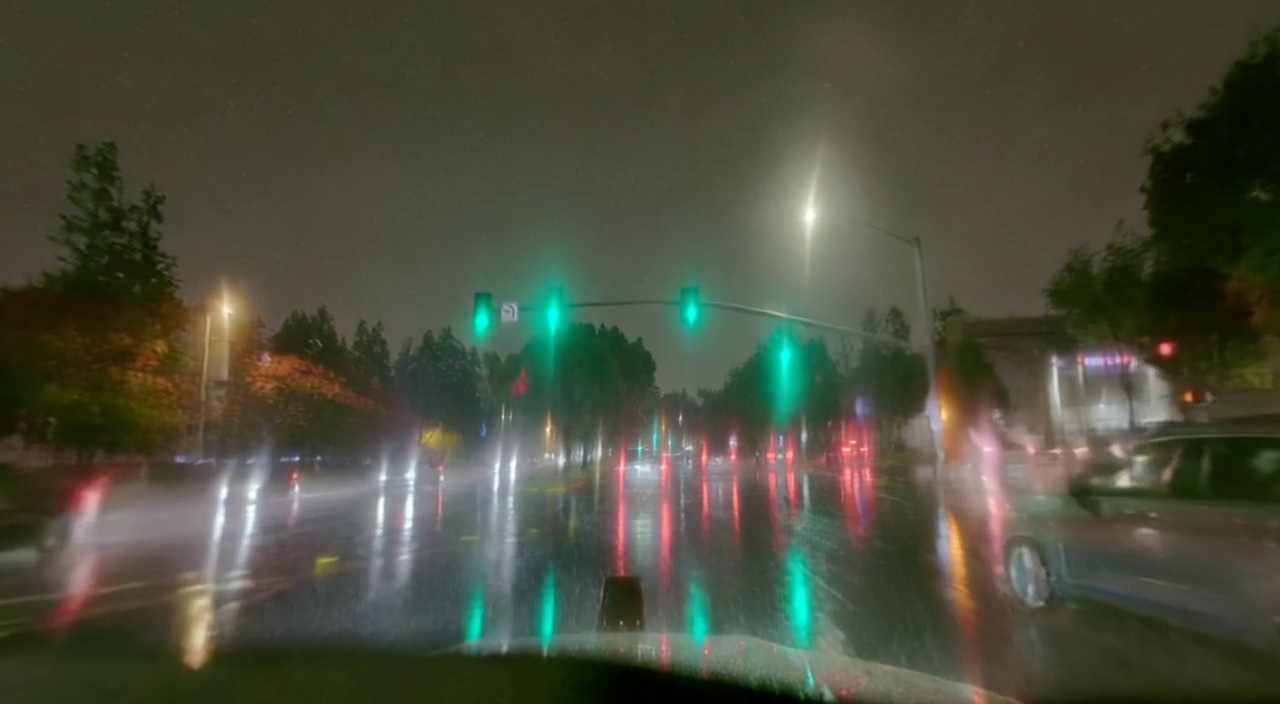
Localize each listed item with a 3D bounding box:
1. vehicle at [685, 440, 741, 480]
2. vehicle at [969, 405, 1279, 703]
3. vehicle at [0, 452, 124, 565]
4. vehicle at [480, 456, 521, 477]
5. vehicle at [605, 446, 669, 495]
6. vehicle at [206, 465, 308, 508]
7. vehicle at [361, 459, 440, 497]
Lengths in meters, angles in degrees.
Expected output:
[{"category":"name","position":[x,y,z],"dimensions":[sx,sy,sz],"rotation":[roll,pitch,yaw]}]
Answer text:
[{"category":"vehicle","position":[3.506,5.302,31.255],"dimensions":[2.107,1.773,4.557],"rotation":[0,-9,-1]},{"category":"vehicle","position":[3.839,1.022,3.086],"dimensions":[2.049,1.473,4.425],"rotation":[0,-9,0]},{"category":"vehicle","position":[-11.203,2.494,10.016],"dimensions":[2.102,1.758,4.532],"rotation":[-1,-9,1]},{"category":"vehicle","position":[-10.844,8.940,49.405],"dimensions":[2.043,1.456,4.627],"rotation":[0,-9,1]},{"category":"vehicle","position":[-0.088,4.064,22.049],"dimensions":[2.034,1.500,3.966],"rotation":[0,-9,0]},{"category":"vehicle","position":[-17.889,6.255,29.793],"dimensions":[1.918,1.738,4.589],"rotation":[0,-9,0]},{"category":"vehicle","position":[-10.787,5.676,28.816],"dimensions":[1.808,1.512,4.447],"rotation":[0,-9,1]}]
